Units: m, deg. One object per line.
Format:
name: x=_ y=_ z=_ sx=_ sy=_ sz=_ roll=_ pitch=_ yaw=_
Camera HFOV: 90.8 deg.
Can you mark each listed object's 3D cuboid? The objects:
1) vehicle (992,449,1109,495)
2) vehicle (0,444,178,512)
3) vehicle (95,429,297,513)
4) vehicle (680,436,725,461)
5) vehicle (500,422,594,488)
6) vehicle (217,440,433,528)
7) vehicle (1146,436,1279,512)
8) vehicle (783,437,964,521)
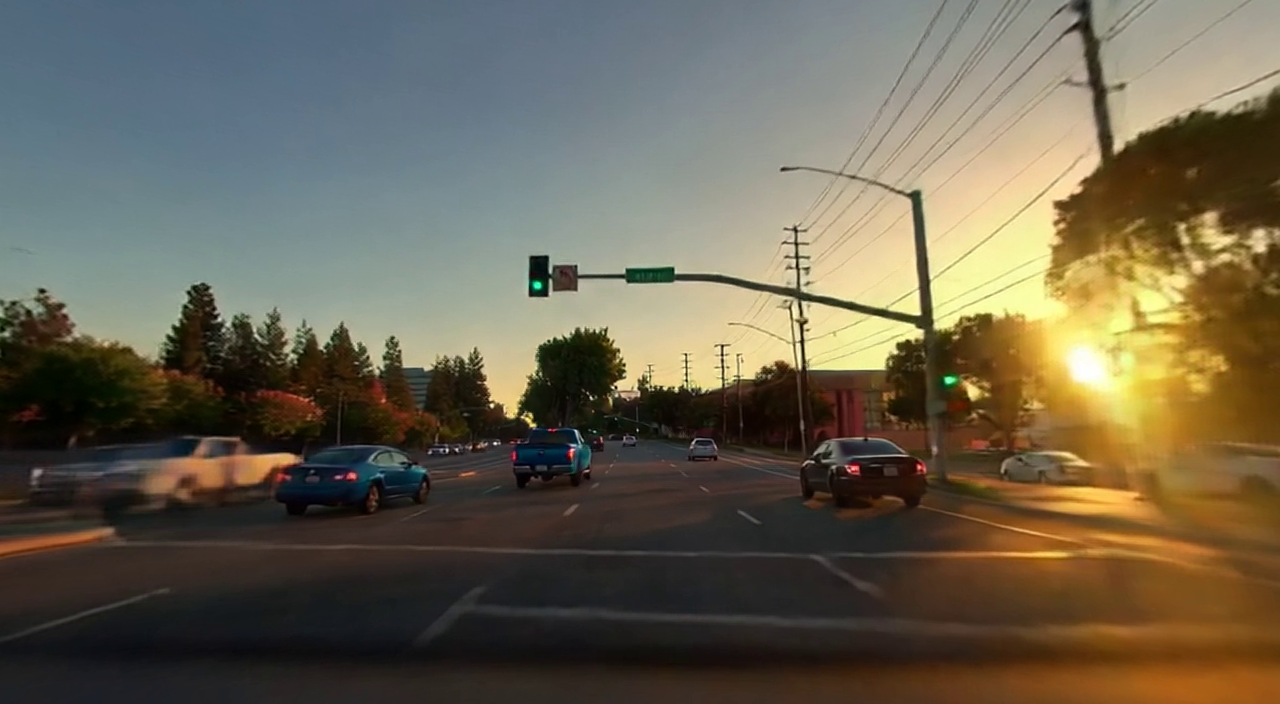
vehicle: x=16.570 y=4.829 z=25.830 sx=2.002 sy=1.681 sz=4.507 roll=-1 pitch=-9 yaw=4
vehicle: x=-17.748 y=3.945 z=20.349 sx=2.114 sy=1.892 sz=4.773 roll=0 pitch=-9 yaw=-1
vehicle: x=-11.304 y=3.044 z=16.593 sx=2.073 sy=1.737 sz=4.467 roll=-4 pitch=-9 yaw=1
vehicle: x=3.734 y=5.827 z=38.257 sx=2.071 sy=1.435 sz=4.226 roll=0 pitch=-9 yaw=-3
vehicle: x=-3.056 y=3.608 z=22.365 sx=2.467 sy=1.991 sz=6.089 roll=0 pitch=-9 yaw=0
vehicle: x=-6.241 y=2.647 z=13.338 sx=2.035 sy=1.497 sz=4.723 roll=0 pitch=-9 yaw=1
vehicle: x=16.564 y=3.178 z=16.787 sx=2.044 sy=1.812 sz=4.935 roll=0 pitch=-9 yaw=-1
vehicle: x=4.575 y=2.535 z=13.262 sx=1.840 sy=1.428 sz=4.602 roll=0 pitch=-9 yaw=-3
